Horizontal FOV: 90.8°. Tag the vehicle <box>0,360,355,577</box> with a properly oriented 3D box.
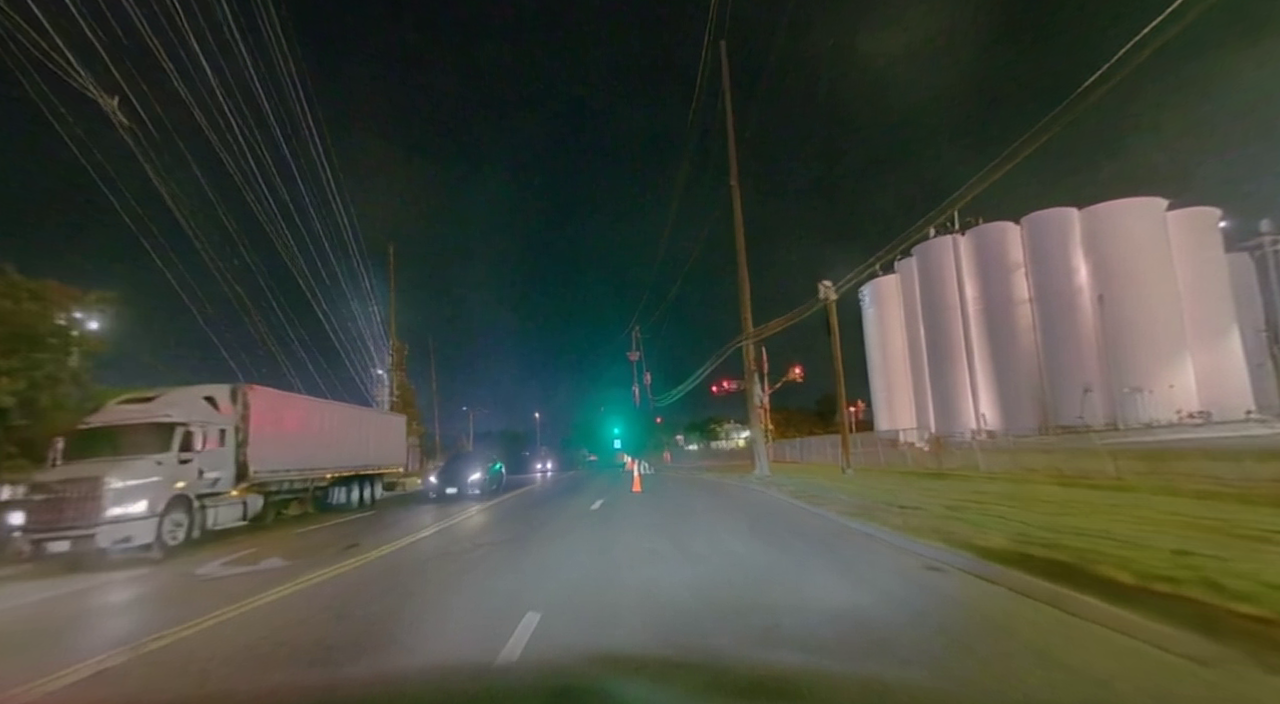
[{"bbox_3d":[-8.987,2.274,13.175,2.905,3.133,7.675,-1,-9,-4],"label":"vehicle"}]

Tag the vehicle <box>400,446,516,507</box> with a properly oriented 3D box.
[{"bbox_3d":[-5.045,3.490,18.248,2.117,1.484,4.544,-1,-9,-2],"label":"vehicle"}]

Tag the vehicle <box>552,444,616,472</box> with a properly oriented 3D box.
[{"bbox_3d":[-3.436,6.607,39.664,1.944,1.645,4.701,-5,-10,24],"label":"vehicle"}]

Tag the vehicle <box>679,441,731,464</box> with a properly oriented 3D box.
[{"bbox_3d":[4.443,6.756,42.690,2.053,1.477,4.218,-6,-10,27],"label":"vehicle"}]
